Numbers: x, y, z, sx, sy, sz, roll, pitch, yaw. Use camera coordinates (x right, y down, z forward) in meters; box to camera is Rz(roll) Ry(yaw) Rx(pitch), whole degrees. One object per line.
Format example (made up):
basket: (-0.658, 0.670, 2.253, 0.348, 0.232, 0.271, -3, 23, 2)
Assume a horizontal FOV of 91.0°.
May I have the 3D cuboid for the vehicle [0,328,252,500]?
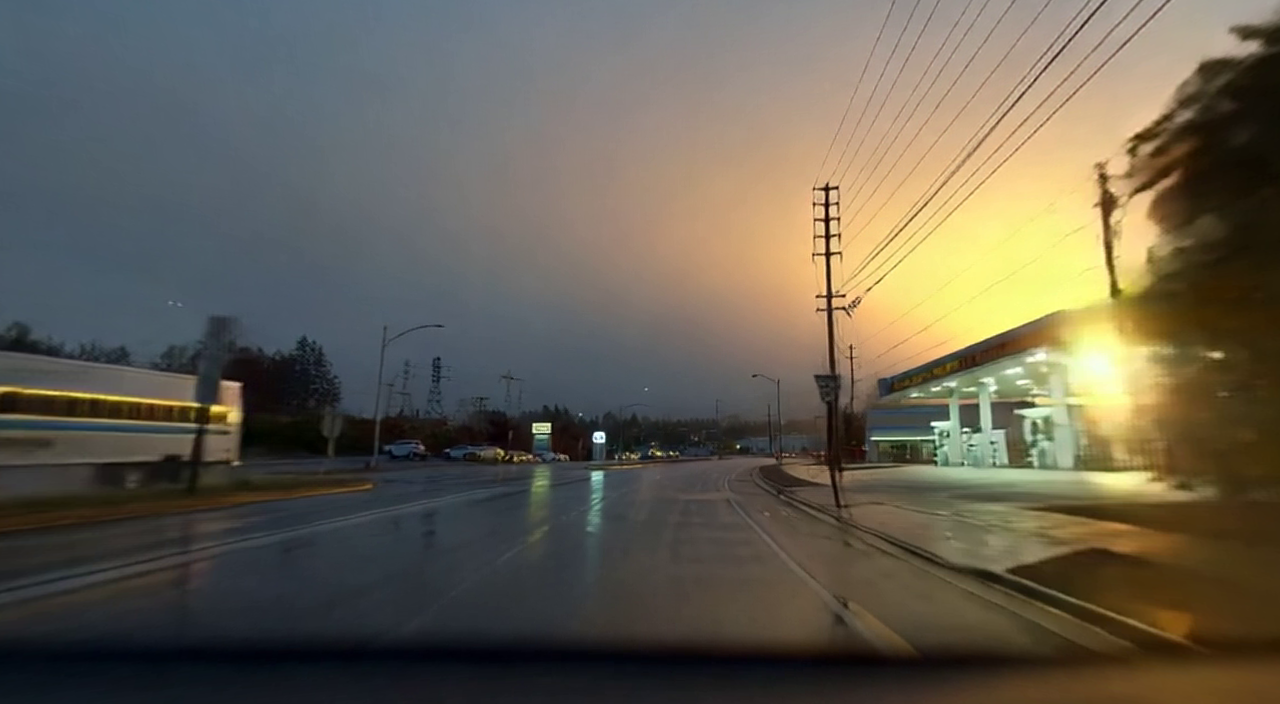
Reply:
vehicle: (-16.052, 1.786, 16.836, 2.994, 3.930, 11.114, -1, -9, 8)
